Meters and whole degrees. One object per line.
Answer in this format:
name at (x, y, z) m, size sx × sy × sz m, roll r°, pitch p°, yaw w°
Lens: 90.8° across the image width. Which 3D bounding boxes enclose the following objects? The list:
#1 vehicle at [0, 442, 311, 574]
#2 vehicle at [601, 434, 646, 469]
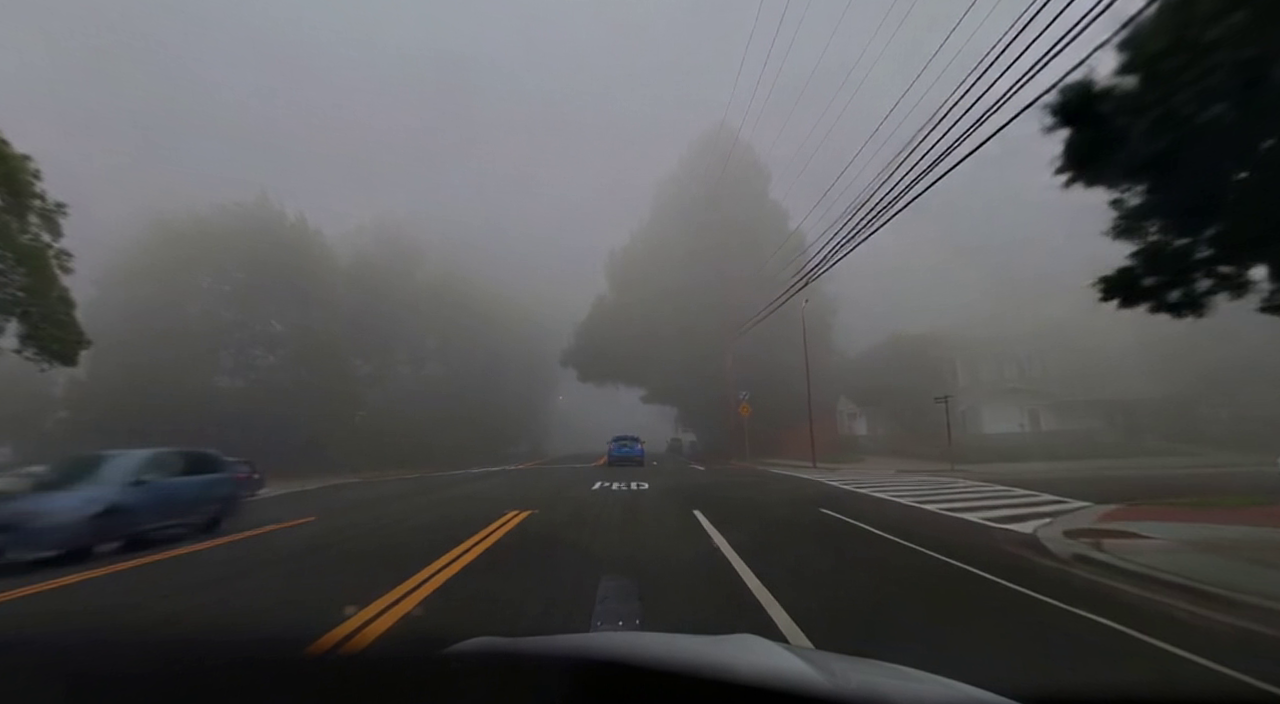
vehicle at (-7.111, 2.098, 9.406) m, size 2.034 × 1.464 × 4.438 m, roll 0°, pitch -8°, yaw 0°
vehicle at (-0.695, 4.426, 28.162) m, size 1.877 × 1.448 × 3.830 m, roll 0°, pitch -8°, yaw 0°
